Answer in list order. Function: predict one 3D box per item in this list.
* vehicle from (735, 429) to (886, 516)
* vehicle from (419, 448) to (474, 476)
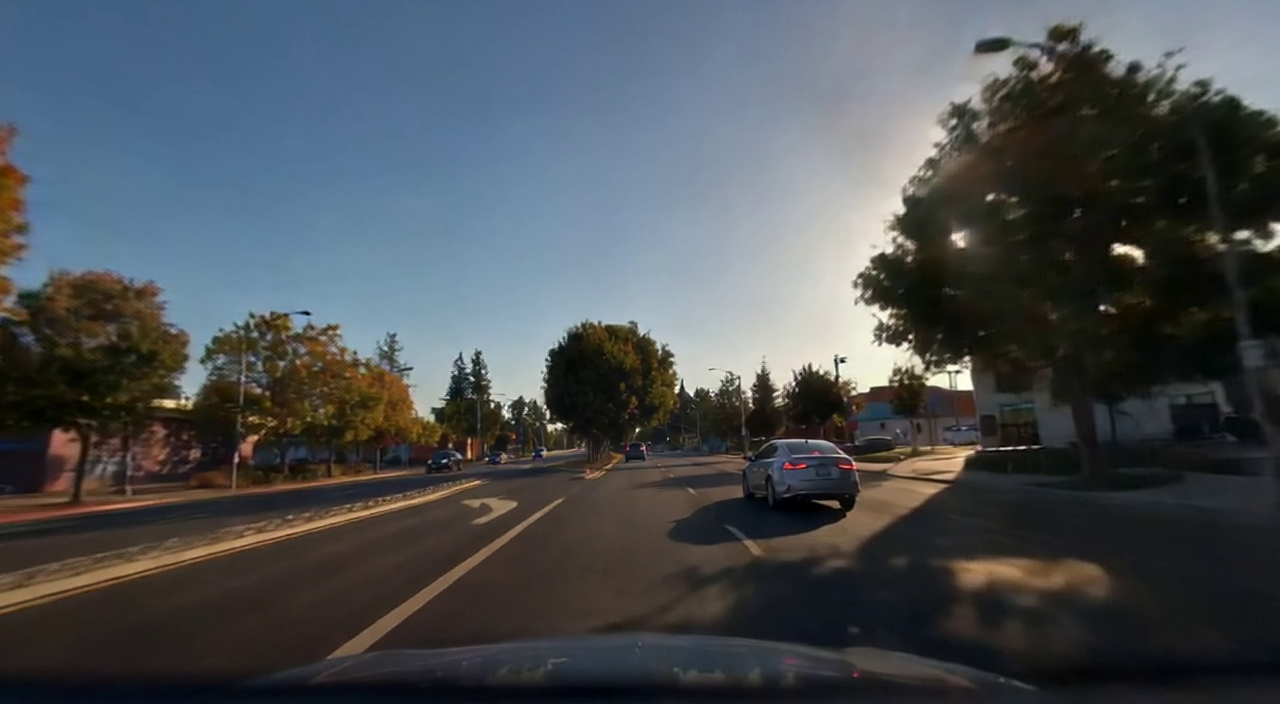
[{"bbox_3d":[3.578,2.624,14.313,1.995,1.616,4.729,0,-8,-1],"label":"vehicle"},{"bbox_3d":[-12.481,7.111,41.094,2.044,1.631,4.777,0,-8,0],"label":"vehicle"}]
